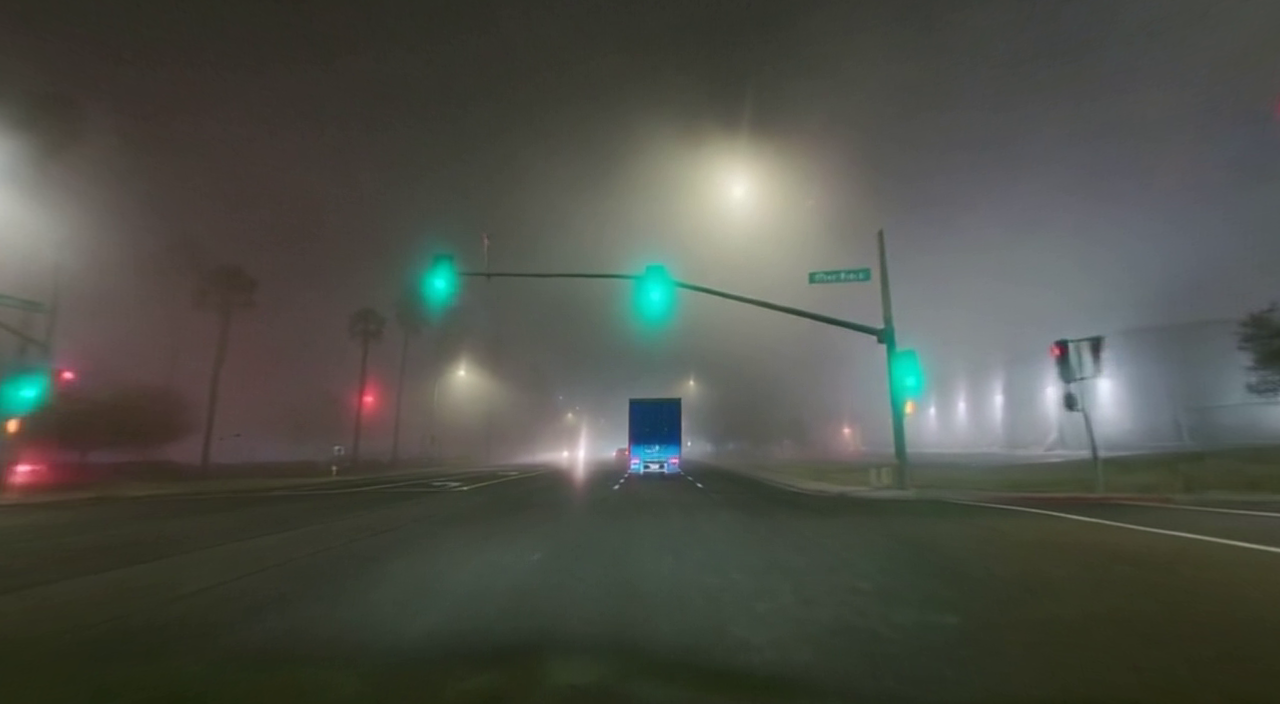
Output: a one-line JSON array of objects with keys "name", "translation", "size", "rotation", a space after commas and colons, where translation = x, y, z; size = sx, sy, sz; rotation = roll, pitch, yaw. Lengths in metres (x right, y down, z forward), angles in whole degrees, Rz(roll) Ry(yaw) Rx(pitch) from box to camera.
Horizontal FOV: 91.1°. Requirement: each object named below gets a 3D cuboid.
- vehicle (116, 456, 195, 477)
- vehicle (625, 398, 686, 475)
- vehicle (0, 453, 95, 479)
[{"name": "vehicle", "translation": [-36.179, 8.530, 46.903], "size": [4.392, 1.472, 1.854], "rotation": [0, -9, 2]}, {"name": "vehicle", "translation": [0.672, 5.224, 38.147], "size": [2.992, 3.949, 11.815], "rotation": [0, -9, -2]}, {"name": "vehicle", "translation": [-36.311, 6.969, 38.435], "size": [4.069, 1.505, 1.980], "rotation": [0, -9, 3]}]
